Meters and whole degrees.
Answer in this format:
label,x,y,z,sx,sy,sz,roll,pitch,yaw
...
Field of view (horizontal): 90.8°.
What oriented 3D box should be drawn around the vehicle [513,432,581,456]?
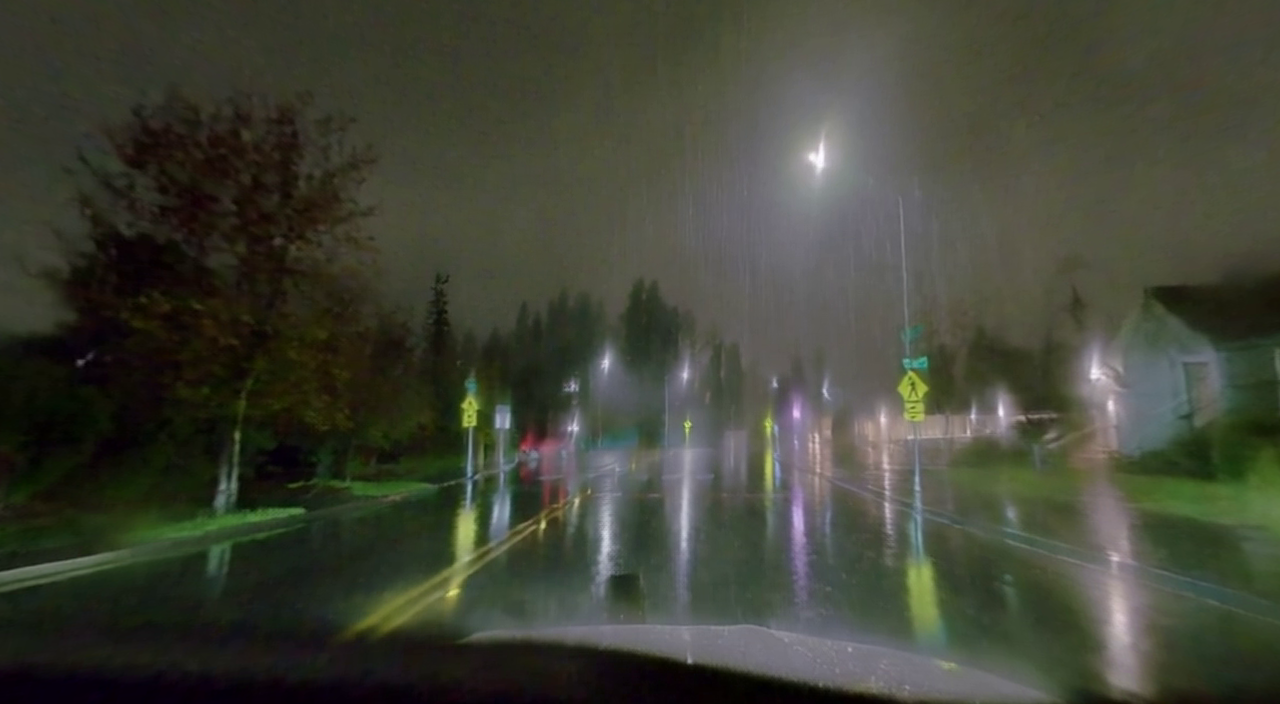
label,x,y,z,sx,sy,sz,roll,pitch,yaw
vehicle,-6.608,6.571,44.977,4.377,1.596,1.836,-3,-9,17
